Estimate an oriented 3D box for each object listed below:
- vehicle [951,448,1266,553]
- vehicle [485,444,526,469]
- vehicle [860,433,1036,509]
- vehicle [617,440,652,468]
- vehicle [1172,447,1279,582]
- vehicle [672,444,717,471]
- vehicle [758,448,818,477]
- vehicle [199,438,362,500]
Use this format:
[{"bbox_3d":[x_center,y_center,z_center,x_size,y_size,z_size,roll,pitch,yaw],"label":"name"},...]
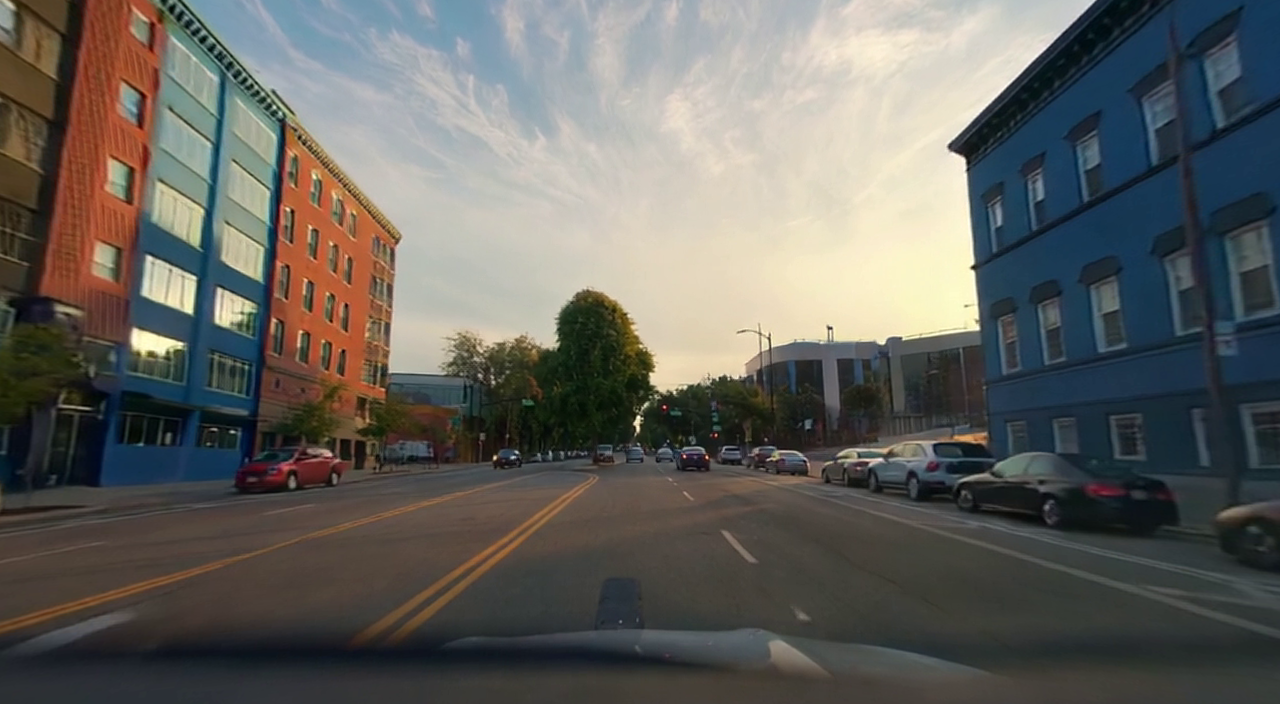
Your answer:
[{"bbox_3d":[8.052,2.535,11.686,2.075,1.467,4.800,0,-8,-1],"label":"vehicle"},{"bbox_3d":[-10.151,7.920,48.058,2.212,1.784,4.626,0,-8,-2],"label":"vehicle"},{"bbox_3d":[8.144,3.198,17.408,2.310,1.753,4.814,0,-9,-1],"label":"vehicle"},{"bbox_3d":[-0.409,7.239,45.117,2.329,1.842,4.537,0,-8,-1],"label":"vehicle"},{"bbox_3d":[8.064,1.614,5.814,2.030,1.444,4.832,0,-8,-1],"label":"vehicle"},{"bbox_3d":[3.211,6.344,38.288,2.238,1.499,4.964,0,-8,0],"label":"vehicle"},{"bbox_3d":[8.101,6.067,35.026,2.054,1.455,4.786,0,-8,-2],"label":"vehicle"},{"bbox_3d":[-14.462,4.710,26.111,2.822,2.230,6.145,0,-9,3],"label":"vehicle"}]
